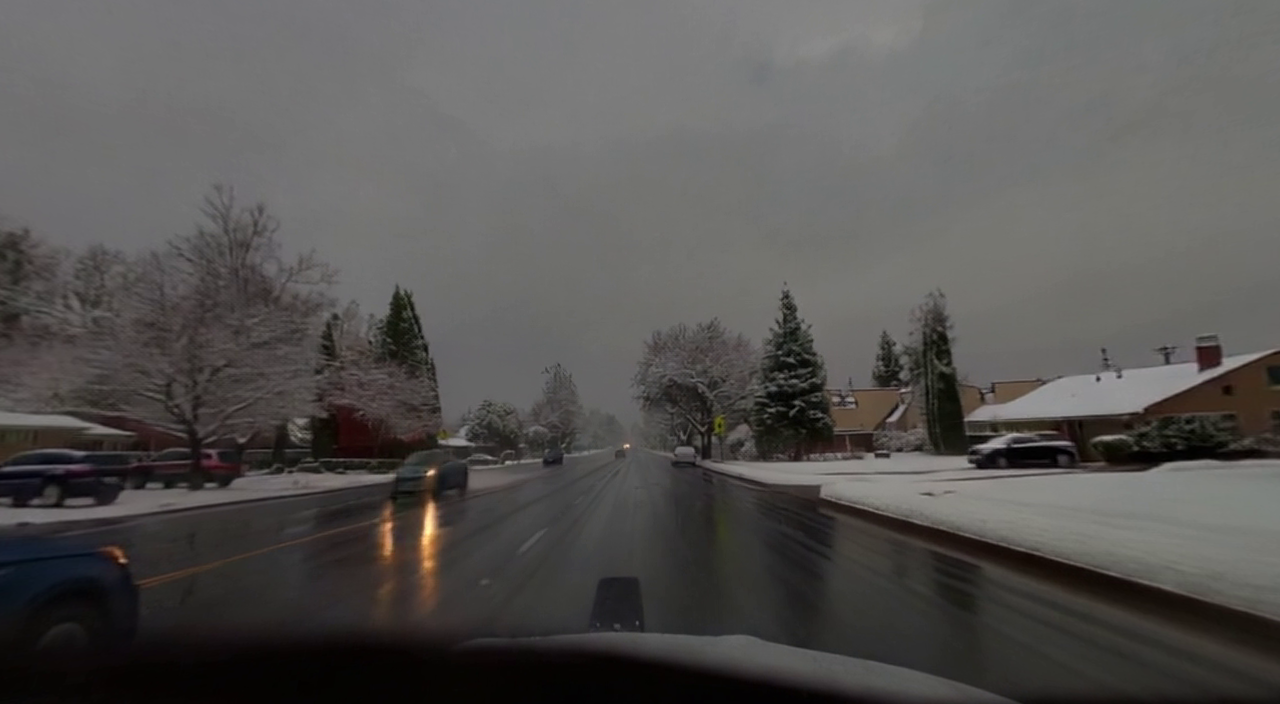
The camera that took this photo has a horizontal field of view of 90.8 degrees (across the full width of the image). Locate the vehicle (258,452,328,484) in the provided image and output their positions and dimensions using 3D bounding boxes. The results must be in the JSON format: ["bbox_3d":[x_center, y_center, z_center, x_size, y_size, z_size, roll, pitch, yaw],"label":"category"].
[{"bbox_3d":[-22.977,7.713,41.759,5.152,1.627,2.383,-16,-19,41],"label":"vehicle"}]

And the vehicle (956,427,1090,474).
[{"bbox_3d":[15.279,3.963,25.274,4.362,1.702,2.333,4,-10,-22],"label":"vehicle"}]

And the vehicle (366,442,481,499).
[{"bbox_3d":[-7.503,4.123,22.566,2.194,1.761,5.282,0,-8,0],"label":"vehicle"}]

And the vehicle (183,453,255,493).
[{"bbox_3d":[-22.383,6.347,33.493,4.273,1.797,2.129,-6,-12,44],"label":"vehicle"}]

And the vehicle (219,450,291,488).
[{"bbox_3d":[-23.418,7.184,38.341,5.102,1.838,2.260,-16,-19,42],"label":"vehicle"}]

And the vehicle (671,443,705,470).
[{"bbox_3d":[3.600,7.923,48.133,2.130,1.873,4.886,0,-8,0],"label":"vehicle"}]

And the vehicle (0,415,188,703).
[{"bbox_3d":[-3.342,0.771,0.922,1.969,1.459,4.619,0,-8,0],"label":"vehicle"}]
